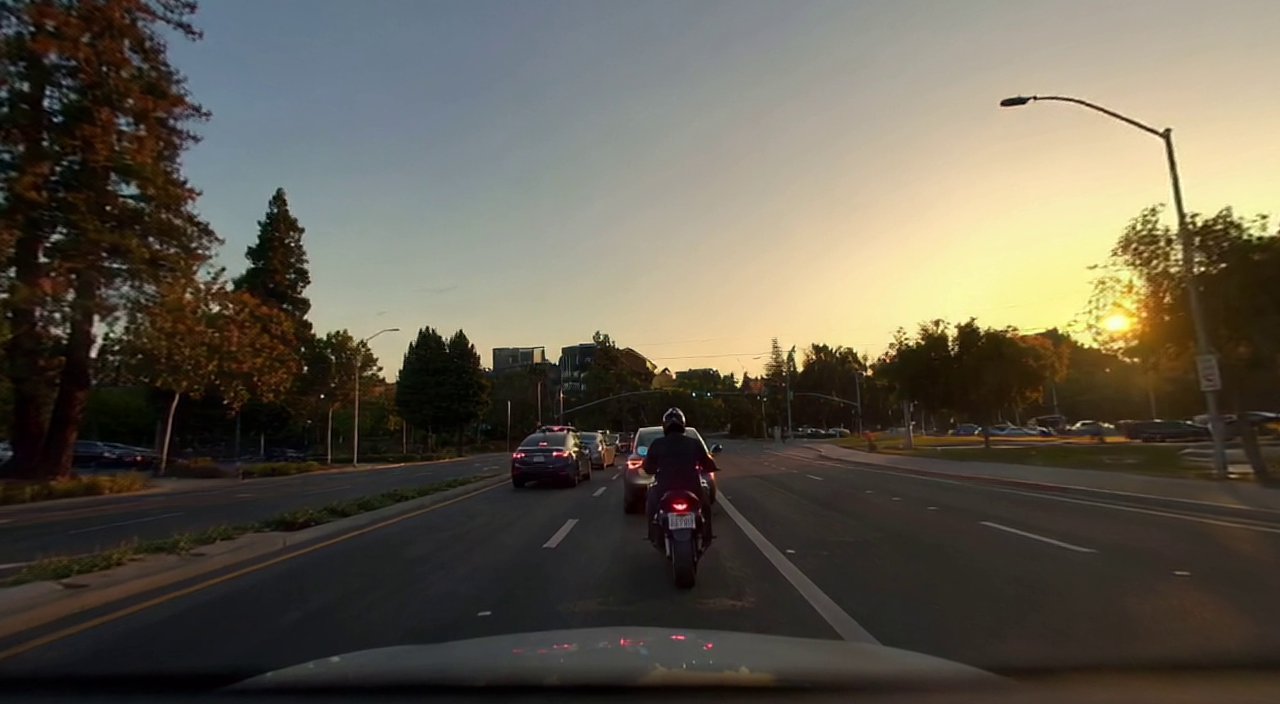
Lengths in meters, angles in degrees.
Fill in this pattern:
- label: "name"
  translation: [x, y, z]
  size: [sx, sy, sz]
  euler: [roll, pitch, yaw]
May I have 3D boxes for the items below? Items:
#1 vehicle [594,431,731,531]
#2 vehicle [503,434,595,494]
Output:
- label: "vehicle"
  translation: [0.405, 2.237, 11.611]
  size: [2.009, 1.450, 4.608]
  euler: [-1, -8, 2]
- label: "vehicle"
  translation: [-2.487, 3.169, 18.208]
  size: [1.979, 1.499, 3.840]
  euler: [-1, -8, 2]
